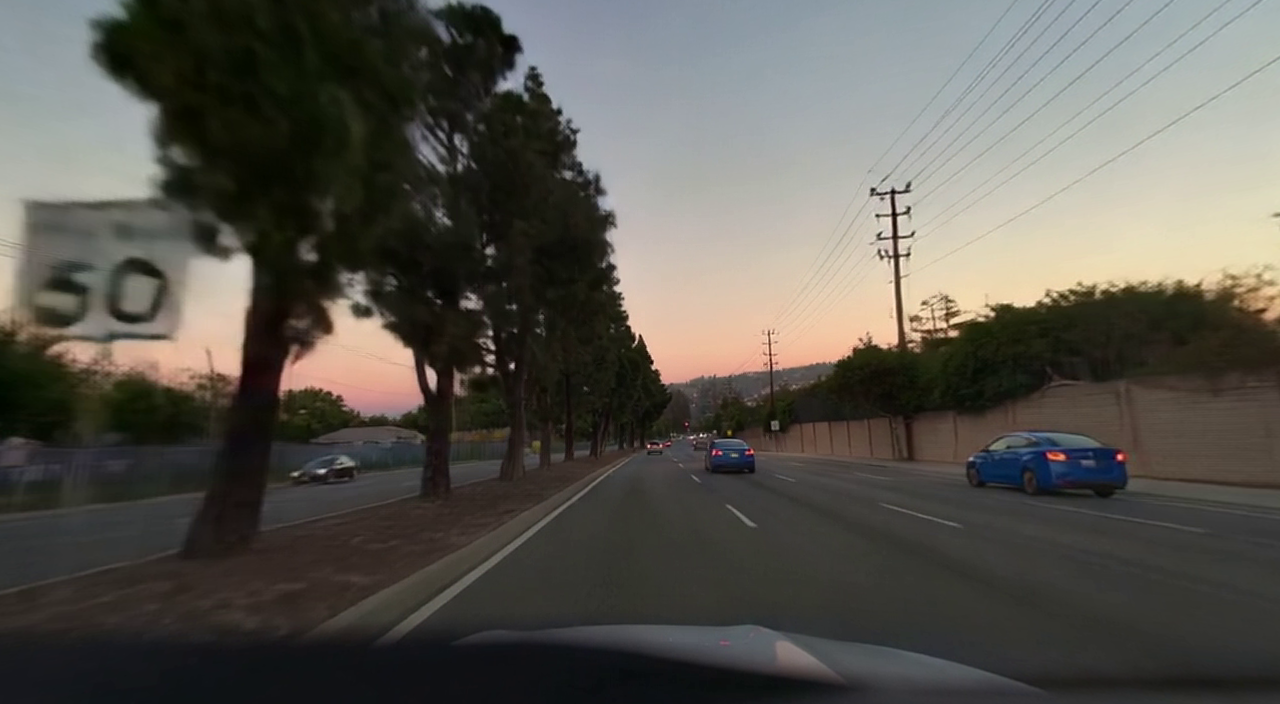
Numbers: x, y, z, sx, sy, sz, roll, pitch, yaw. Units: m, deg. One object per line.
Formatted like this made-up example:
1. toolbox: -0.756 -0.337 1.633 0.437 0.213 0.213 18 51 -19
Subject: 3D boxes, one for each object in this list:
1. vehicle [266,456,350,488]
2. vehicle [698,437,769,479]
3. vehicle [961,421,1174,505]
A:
1. vehicle: -17.444 6.282 33.383 1.952 1.468 4.487 0 -8 1
2. vehicle: 3.499 4.059 24.403 2.063 1.481 4.247 0 -8 0
3. vehicle: 9.884 2.611 15.159 1.978 1.700 4.461 0 -8 0
